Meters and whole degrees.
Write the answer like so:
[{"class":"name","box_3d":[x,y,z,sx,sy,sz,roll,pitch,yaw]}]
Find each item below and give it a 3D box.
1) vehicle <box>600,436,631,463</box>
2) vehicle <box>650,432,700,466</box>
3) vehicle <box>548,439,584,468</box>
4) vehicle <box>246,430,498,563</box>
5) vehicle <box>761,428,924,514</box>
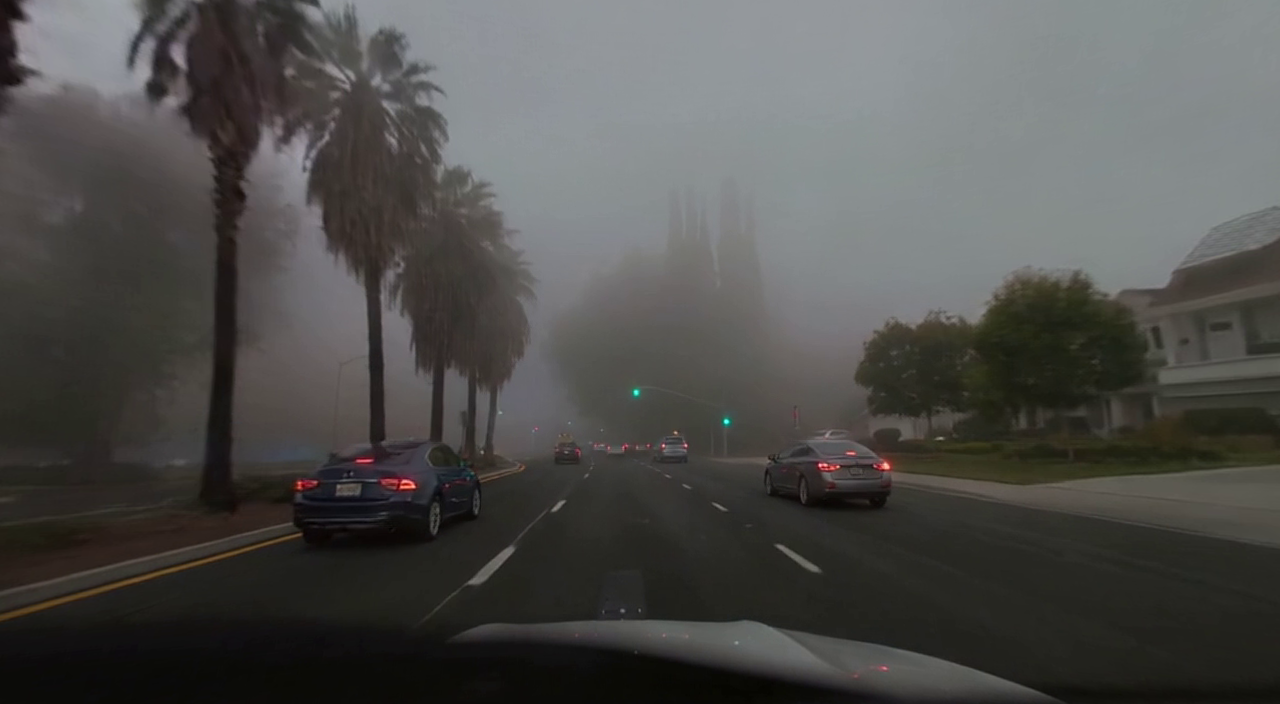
[{"class":"vehicle","box_3d":[-1.901,7.339,47.621,2.164,1.867,4.254,1,-8,-5]},{"class":"vehicle","box_3d":[2.107,6.058,39.756,2.391,1.960,5.600,0,-8,-4]},{"class":"vehicle","box_3d":[-4.309,5.986,37.349,1.922,1.577,4.140,0,-8,-4]},{"class":"vehicle","box_3d":[-3.507,1.948,9.300,1.924,1.473,4.200,0,-8,-1]},{"class":"vehicle","box_3d":[3.964,2.401,13.185,1.870,1.491,4.009,0,-8,-3]}]
